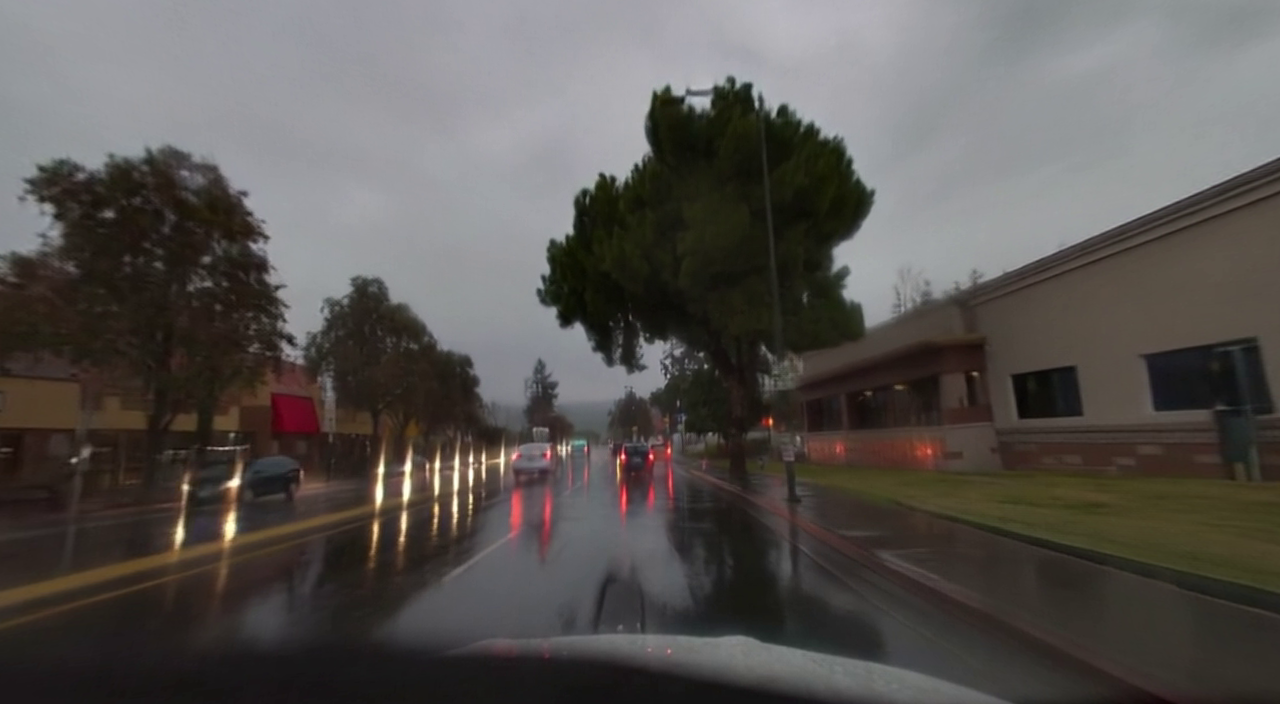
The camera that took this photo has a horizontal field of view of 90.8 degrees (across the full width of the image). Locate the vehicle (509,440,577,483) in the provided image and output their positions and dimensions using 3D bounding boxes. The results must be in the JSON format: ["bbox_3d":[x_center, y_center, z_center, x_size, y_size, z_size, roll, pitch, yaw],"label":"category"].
[{"bbox_3d":[-3.578,4.114,24.050,1.921,1.477,4.083,0,-8,0],"label":"vehicle"}]

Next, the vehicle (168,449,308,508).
[{"bbox_3d":[-13.523,4.231,21.613,1.936,1.656,4.284,-3,-8,1],"label":"vehicle"}]

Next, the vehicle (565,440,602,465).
[{"bbox_3d":[-3.549,6.401,40.370,1.887,1.517,4.254,0,-8,1],"label":"vehicle"}]

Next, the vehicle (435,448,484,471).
[{"bbox_3d":[-12.540,7.486,44.190,1.909,1.462,4.608,-1,-8,3],"label":"vehicle"}]

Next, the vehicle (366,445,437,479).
[{"bbox_3d":[-13.083,6.028,34.973,1.999,1.755,4.518,-1,-8,3],"label":"vehicle"}]

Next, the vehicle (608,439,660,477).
[{"bbox_3d":[-0.309,4.537,27.304,2.085,1.475,3.976,0,-8,-2],"label":"vehicle"}]
